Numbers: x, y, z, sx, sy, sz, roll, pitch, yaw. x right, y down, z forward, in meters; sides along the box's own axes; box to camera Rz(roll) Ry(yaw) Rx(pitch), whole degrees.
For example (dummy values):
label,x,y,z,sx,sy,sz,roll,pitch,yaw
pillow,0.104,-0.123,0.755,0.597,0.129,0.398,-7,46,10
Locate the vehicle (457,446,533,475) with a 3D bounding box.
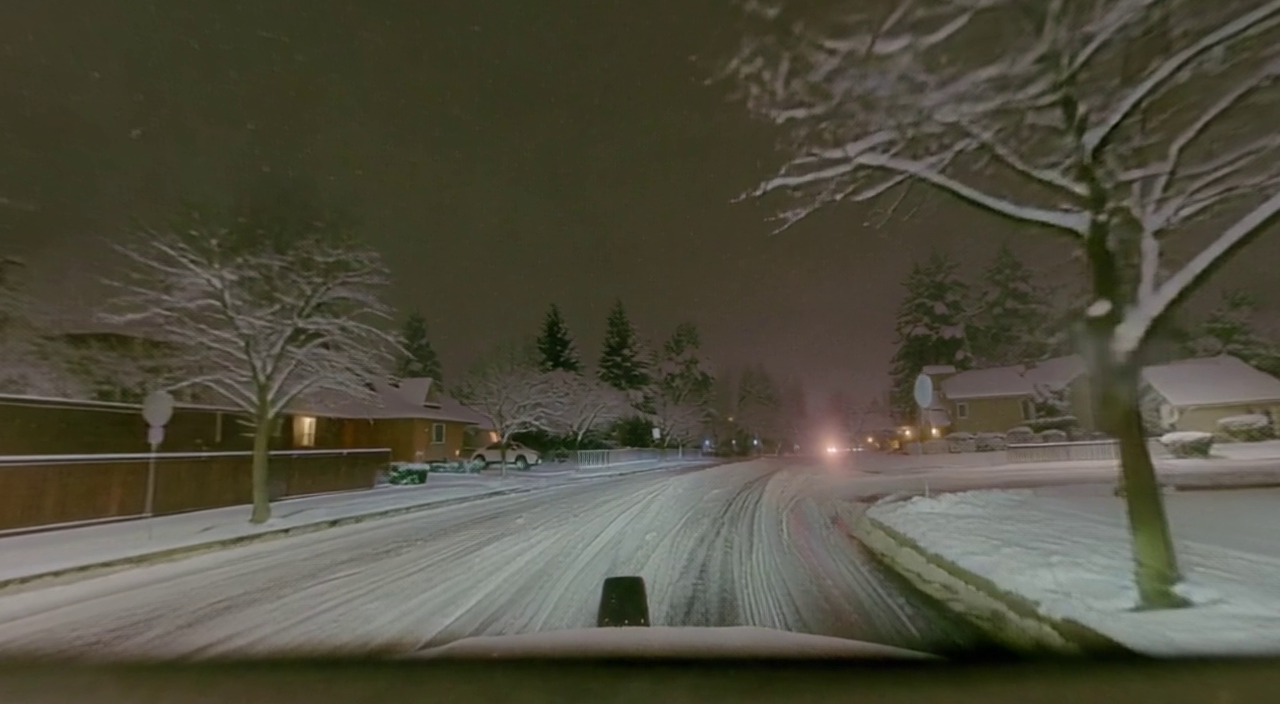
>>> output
label,x,y,z,sx,sy,sz,roll,pitch,yaw
vehicle,-8.517,6.409,37.403,4.252,1.681,1.854,1,-9,-9
